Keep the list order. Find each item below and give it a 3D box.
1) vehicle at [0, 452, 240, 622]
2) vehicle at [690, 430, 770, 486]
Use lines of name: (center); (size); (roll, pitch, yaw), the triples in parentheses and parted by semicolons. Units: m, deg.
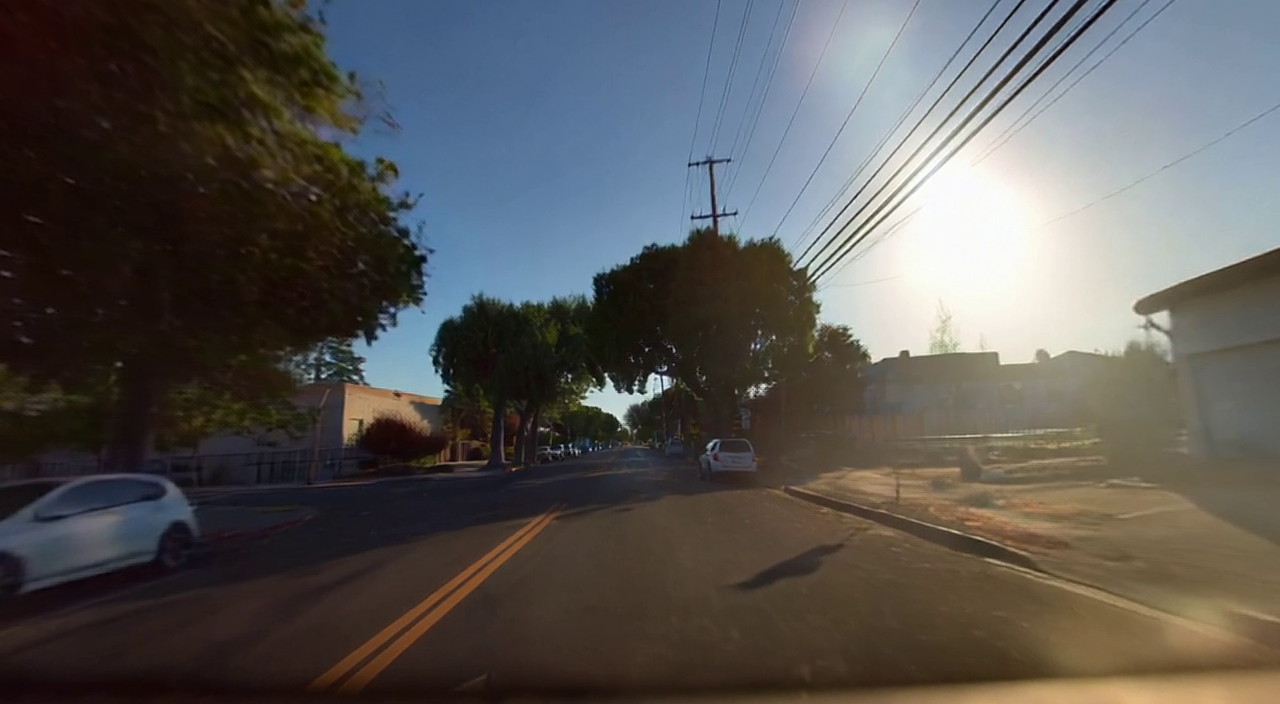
vehicle: (-6.498, 1.861, 6.659); (1.804, 1.403, 4.174); (-3, -8, 1)
vehicle: (3.159, 3.868, 23.367); (2.138, 1.820, 5.218); (0, -8, 0)
